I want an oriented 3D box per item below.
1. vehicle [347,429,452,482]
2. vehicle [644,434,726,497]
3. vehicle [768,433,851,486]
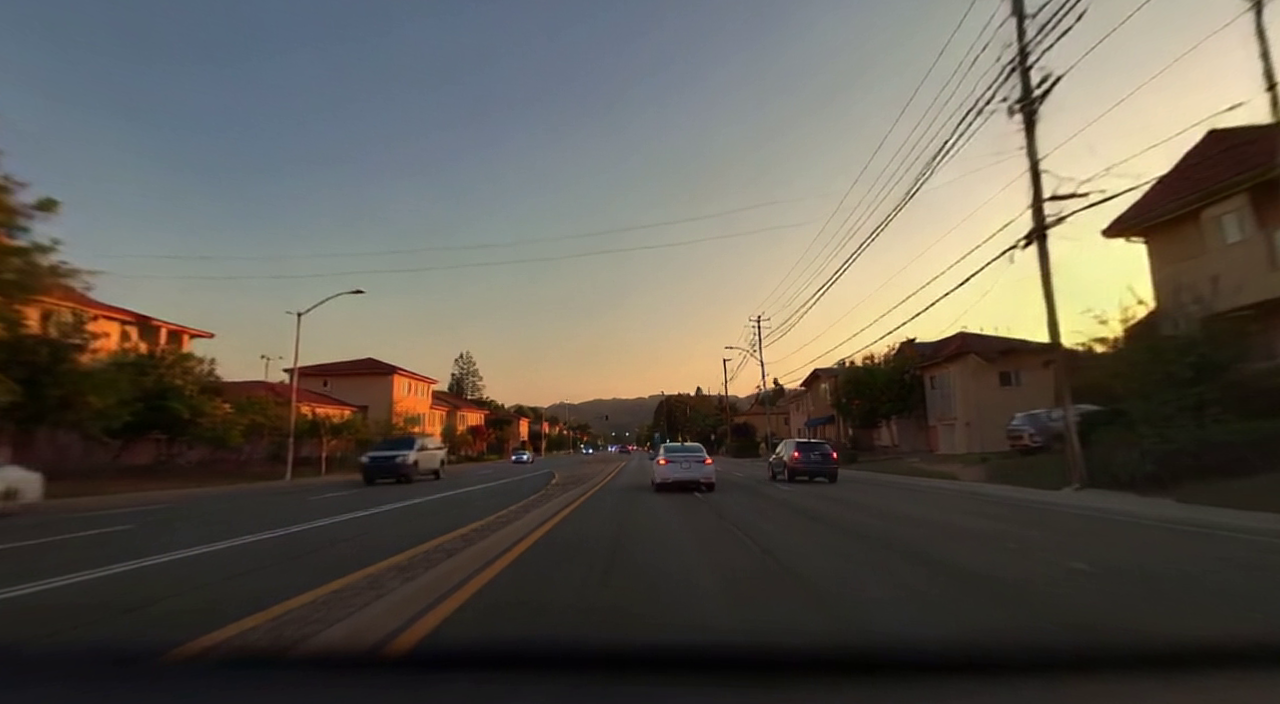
[{"bbox_3d":[-10.632,4.666,28.481,2.423,2.132,5.881,0,-9,0],"label":"vehicle"},{"bbox_3d":[1.238,3.444,19.354,2.138,1.702,4.168,0,-9,-1],"label":"vehicle"},{"bbox_3d":[6.597,4.249,25.062,2.061,1.889,4.268,0,-9,0],"label":"vehicle"}]
